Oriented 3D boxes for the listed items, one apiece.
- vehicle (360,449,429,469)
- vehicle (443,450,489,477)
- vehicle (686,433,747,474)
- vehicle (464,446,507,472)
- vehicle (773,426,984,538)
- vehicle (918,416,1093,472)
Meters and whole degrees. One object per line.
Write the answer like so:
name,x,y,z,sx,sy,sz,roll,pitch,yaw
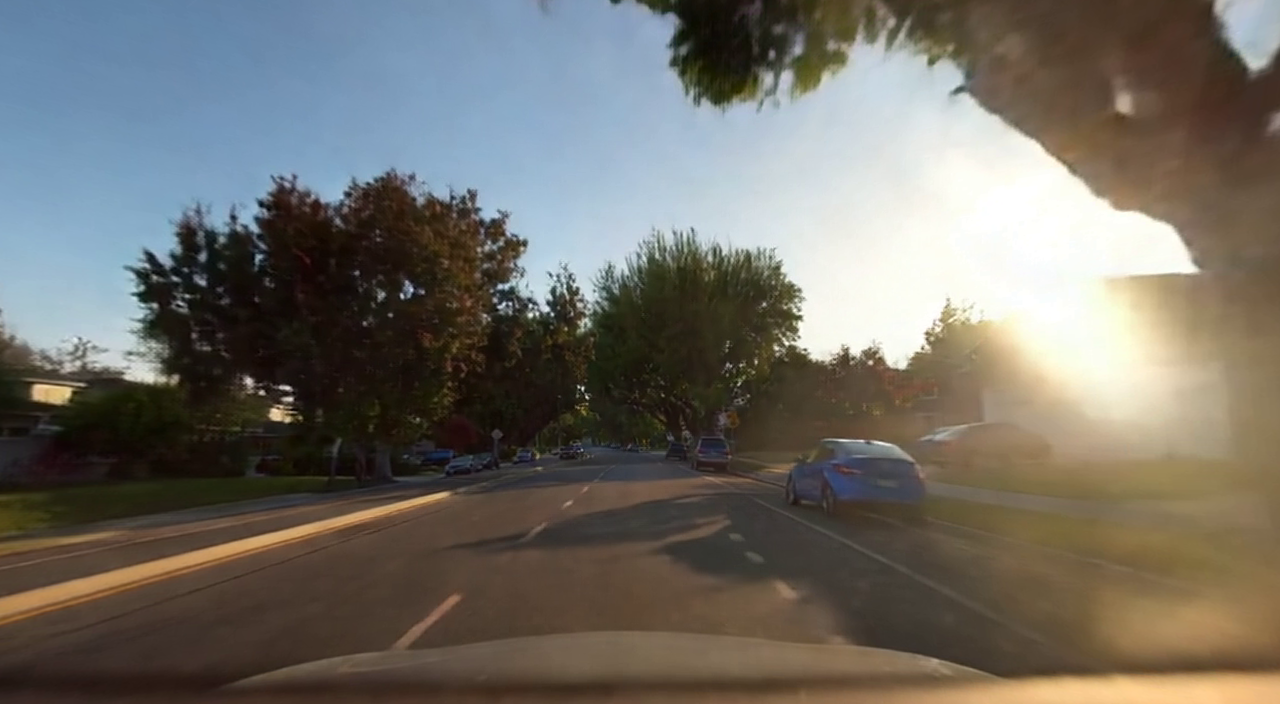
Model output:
vehicle,-19.268,8.415,49.719,4.569,1.498,2.072,0,-8,0
vehicle,-11.063,7.115,40.525,1.815,1.532,4.517,0,-8,-2
vehicle,3.862,5.278,33.123,2.319,1.938,5.961,0,-8,-1
vehicle,-11.044,7.644,45.461,1.981,1.790,4.682,0,-8,-1
vehicle,4.090,2.302,11.870,2.173,1.656,4.514,0,-8,-1
vehicle,12.134,3.080,21.194,4.660,1.749,1.893,0,-8,-1
